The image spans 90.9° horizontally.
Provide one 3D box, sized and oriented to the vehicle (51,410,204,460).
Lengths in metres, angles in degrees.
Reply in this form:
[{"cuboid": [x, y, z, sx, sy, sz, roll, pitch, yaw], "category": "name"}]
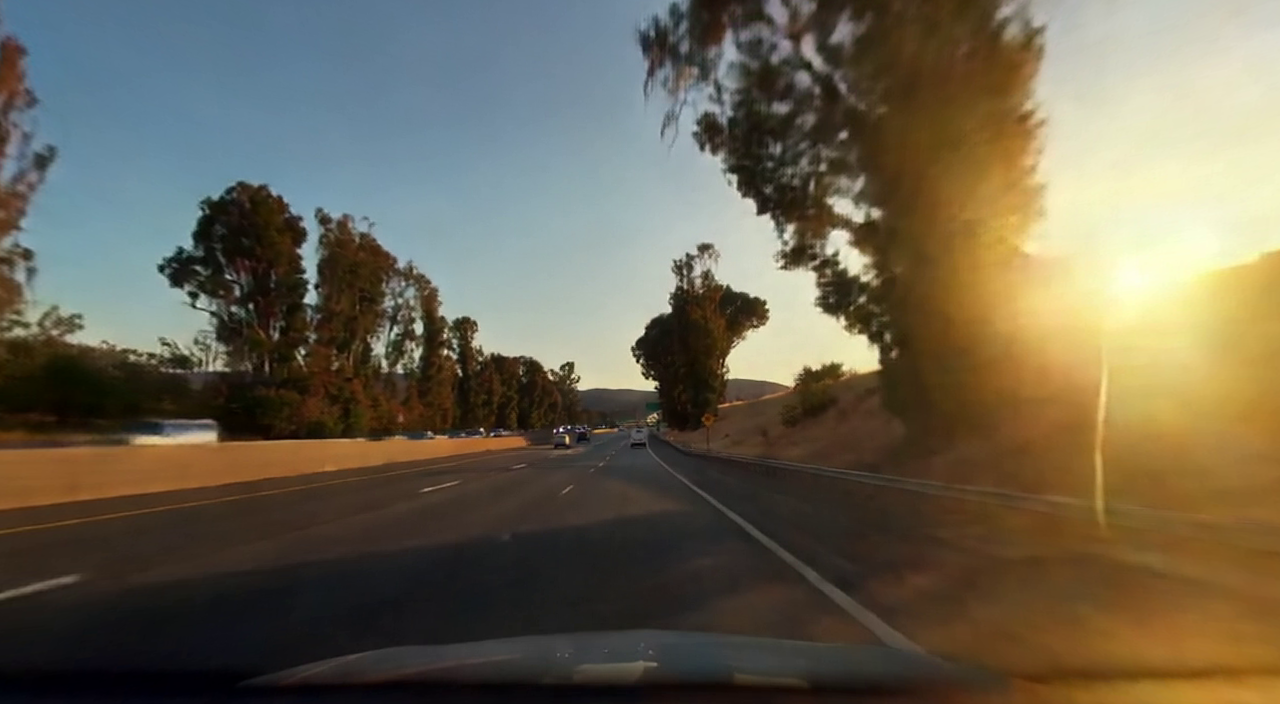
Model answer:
[{"cuboid": [-25.443, 4.240, 31.785, 2.484, 2.248, 6.190, 0, -8, 0], "category": "vehicle"}]
